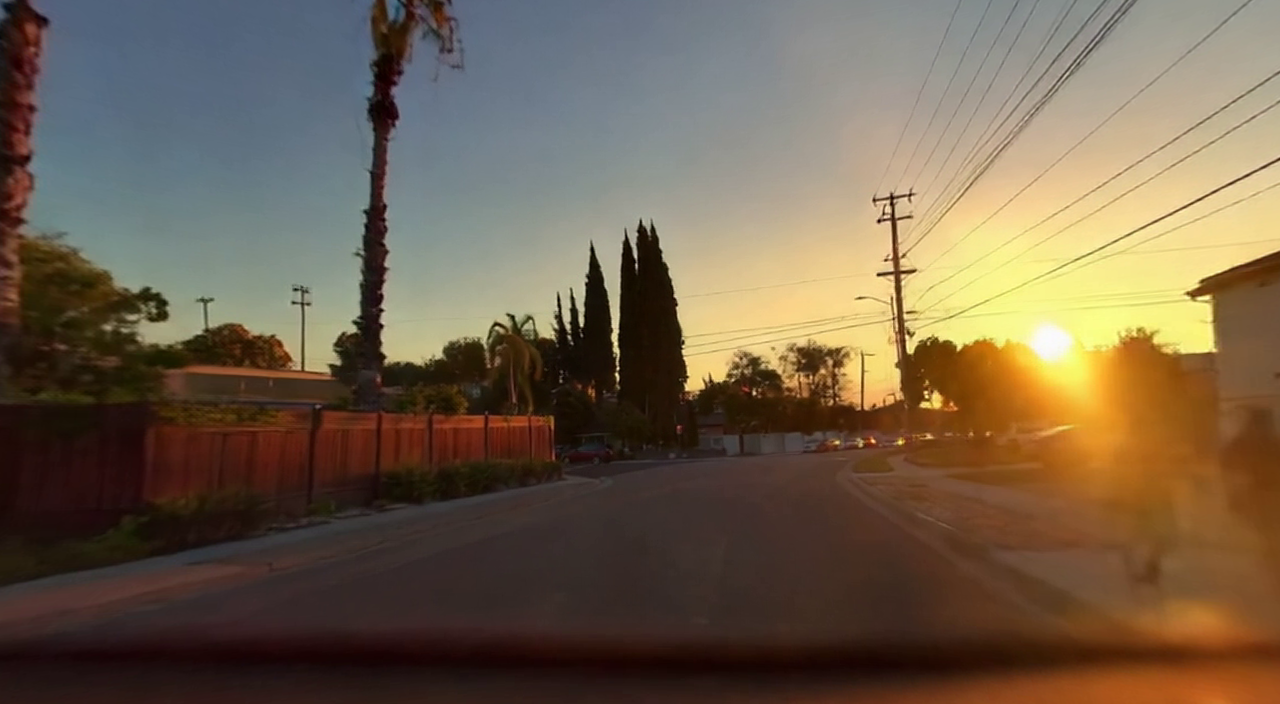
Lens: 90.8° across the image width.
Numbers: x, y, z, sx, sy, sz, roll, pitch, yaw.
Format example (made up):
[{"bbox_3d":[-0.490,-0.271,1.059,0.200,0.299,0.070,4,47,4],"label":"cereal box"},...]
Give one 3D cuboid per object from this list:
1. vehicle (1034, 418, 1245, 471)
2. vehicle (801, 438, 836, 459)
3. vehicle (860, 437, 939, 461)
[{"bbox_3d":[15.324,2.882,19.684,4.641,1.498,2.001,-1,-9,10],"label":"vehicle"},{"bbox_3d":[14.191,7.631,49.982,1.955,1.632,3.688,-4,-10,26],"label":"vehicle"},{"bbox_3d":[16.593,6.240,40.442,4.531,1.447,1.814,-4,-10,23],"label":"vehicle"}]
